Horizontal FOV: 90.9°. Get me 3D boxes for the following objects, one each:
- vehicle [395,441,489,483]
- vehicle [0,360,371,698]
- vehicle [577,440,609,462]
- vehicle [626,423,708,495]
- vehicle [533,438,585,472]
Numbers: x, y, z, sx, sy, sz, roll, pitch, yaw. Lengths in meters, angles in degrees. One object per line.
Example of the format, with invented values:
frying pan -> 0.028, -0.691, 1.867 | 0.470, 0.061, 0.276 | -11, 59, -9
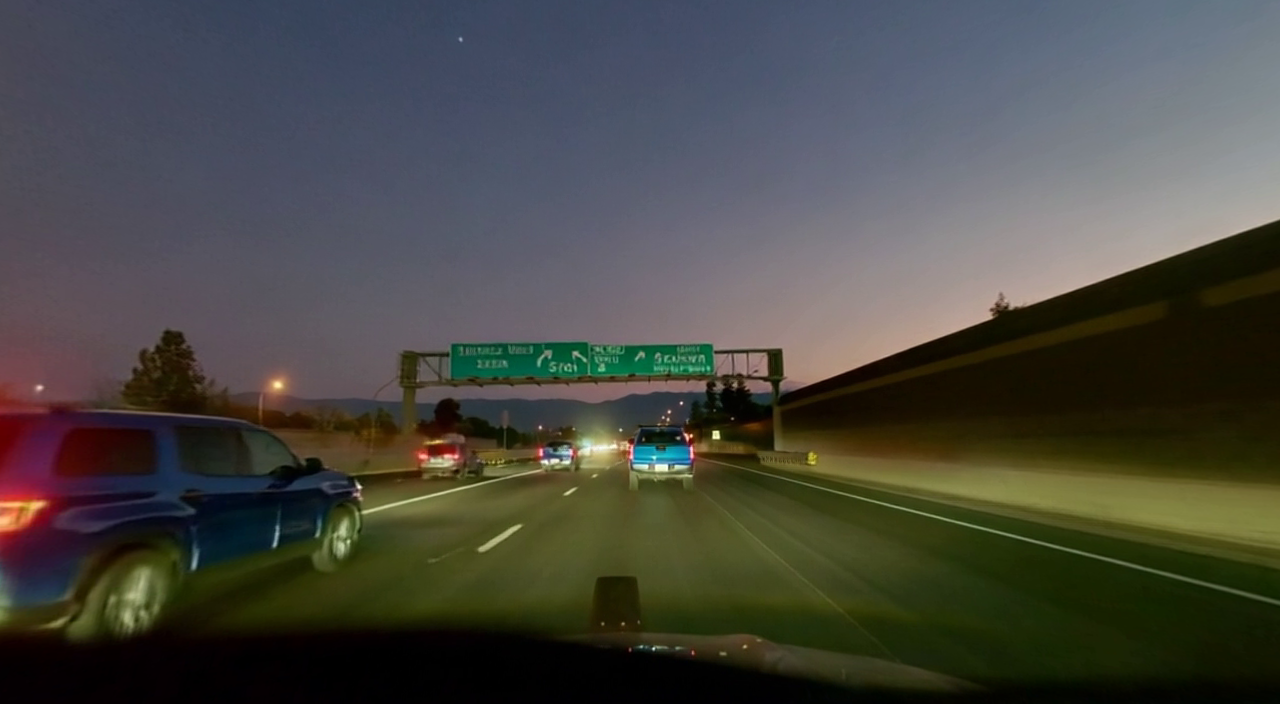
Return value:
vehicle -> -7.685, 4.303, 25.026 | 2.081, 1.463, 4.749 | 0, -8, 1
vehicle -> -4.399, 1.241, 5.311 | 1.954, 1.792, 5.187 | 0, -8, 0
vehicle -> -3.612, 7.640, 48.750 | 2.061, 1.584, 4.290 | 0, -8, 1
vehicle -> 0.640, 3.067, 18.437 | 2.083, 1.792, 4.782 | 0, -8, -1
vehicle -> -4.136, 5.342, 32.959 | 1.961, 1.591, 4.756 | 0, -8, 2
